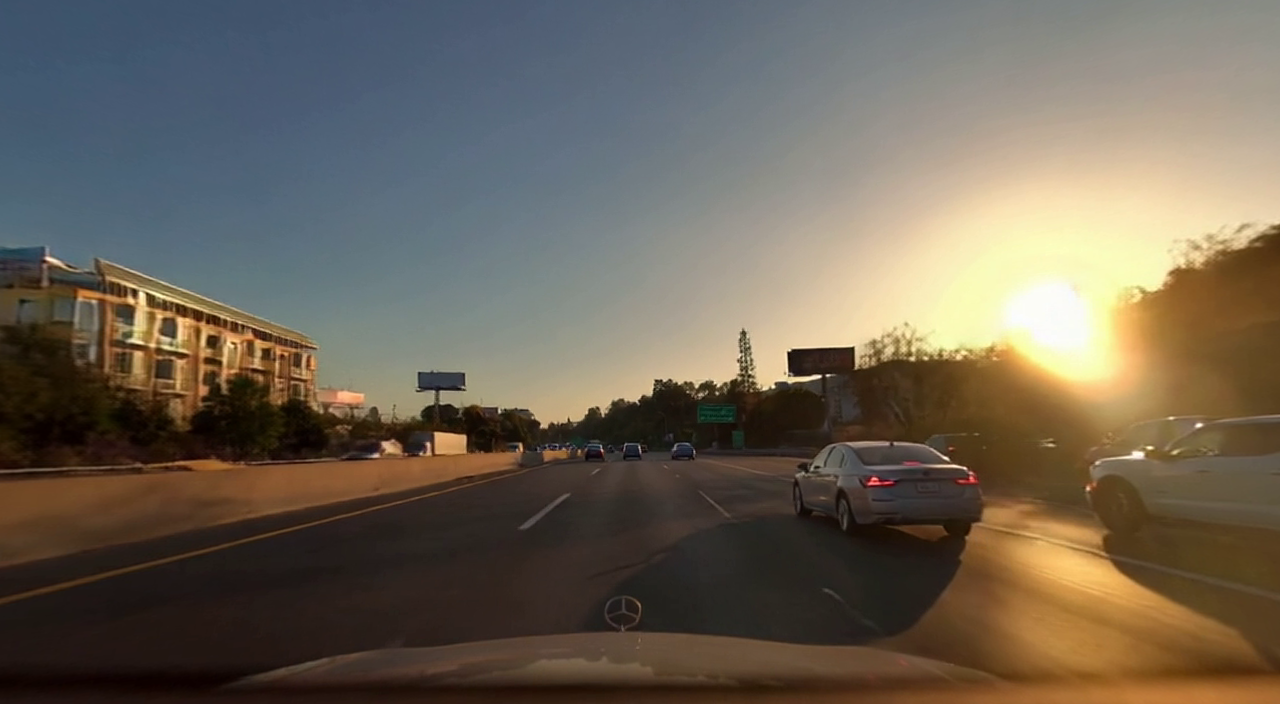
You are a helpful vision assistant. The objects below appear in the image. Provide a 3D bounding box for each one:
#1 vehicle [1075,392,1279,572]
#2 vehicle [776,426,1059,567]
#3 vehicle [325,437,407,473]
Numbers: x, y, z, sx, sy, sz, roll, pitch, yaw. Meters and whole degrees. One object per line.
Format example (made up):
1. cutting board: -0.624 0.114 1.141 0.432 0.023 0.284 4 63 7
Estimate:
1. vehicle: 7.557 1.380 6.823 2.176 1.793 4.841 0 -9 -1
2. vehicle: 3.511 1.914 9.181 1.987 1.509 4.512 0 -9 -1
3. vehicle: -15.148 5.731 35.299 2.290 1.858 4.978 0 -9 1
